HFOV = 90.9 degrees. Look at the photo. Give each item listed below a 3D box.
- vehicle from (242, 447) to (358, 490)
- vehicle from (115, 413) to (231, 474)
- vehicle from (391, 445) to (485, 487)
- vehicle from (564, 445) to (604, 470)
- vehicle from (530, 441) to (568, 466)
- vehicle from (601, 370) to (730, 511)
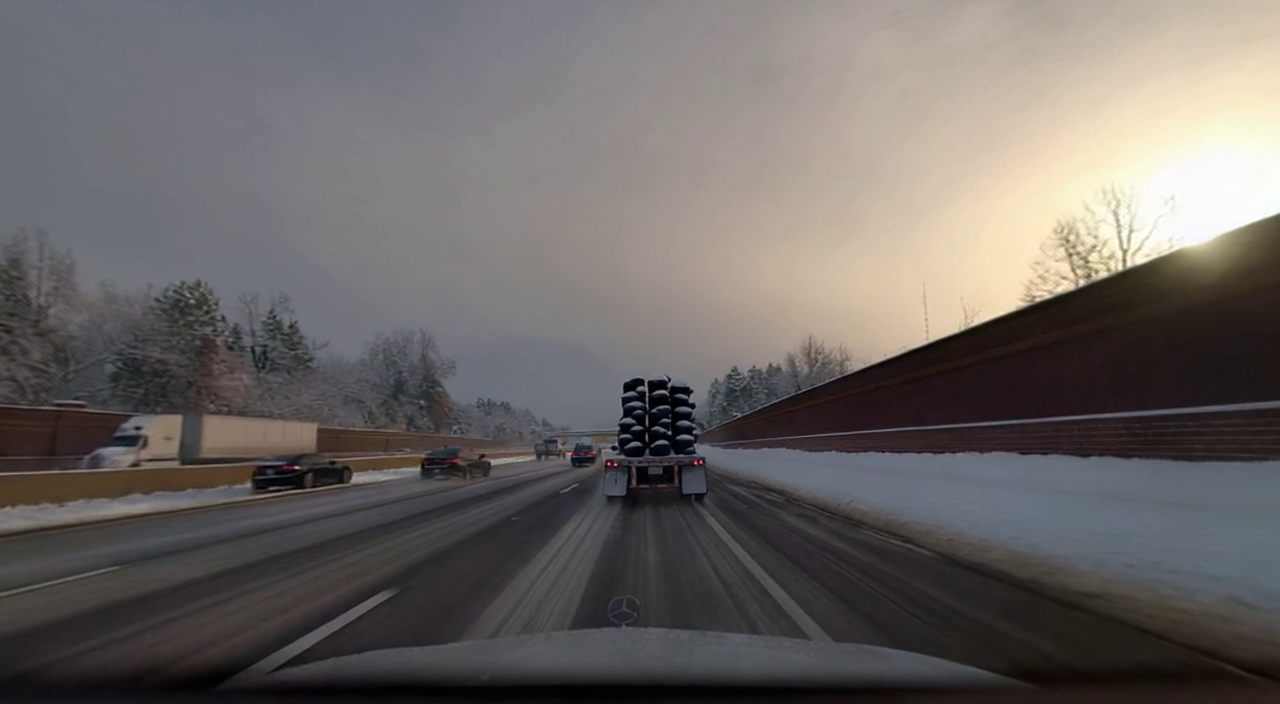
[{"bbox_3d":[-12.960,4.444,24.446,1.908,1.473,4.552,0,-8,1],"label":"vehicle"},{"bbox_3d":[-29.814,5.859,40.586,3.009,3.610,5.561,0,-8,0],"label":"vehicle"},{"bbox_3d":[-7.680,4.372,24.572,2.006,1.458,4.700,0,-8,2],"label":"vehicle"},{"bbox_3d":[-3.447,6.576,39.560,1.974,1.475,4.538,0,-8,1],"label":"vehicle"},{"bbox_3d":[-7.127,8.001,49.924,2.164,1.874,5.004,0,-8,1],"label":"vehicle"},{"bbox_3d":[0.530,2.543,18.056,2.798,3.071,8.412,0,-8,0],"label":"vehicle"}]
